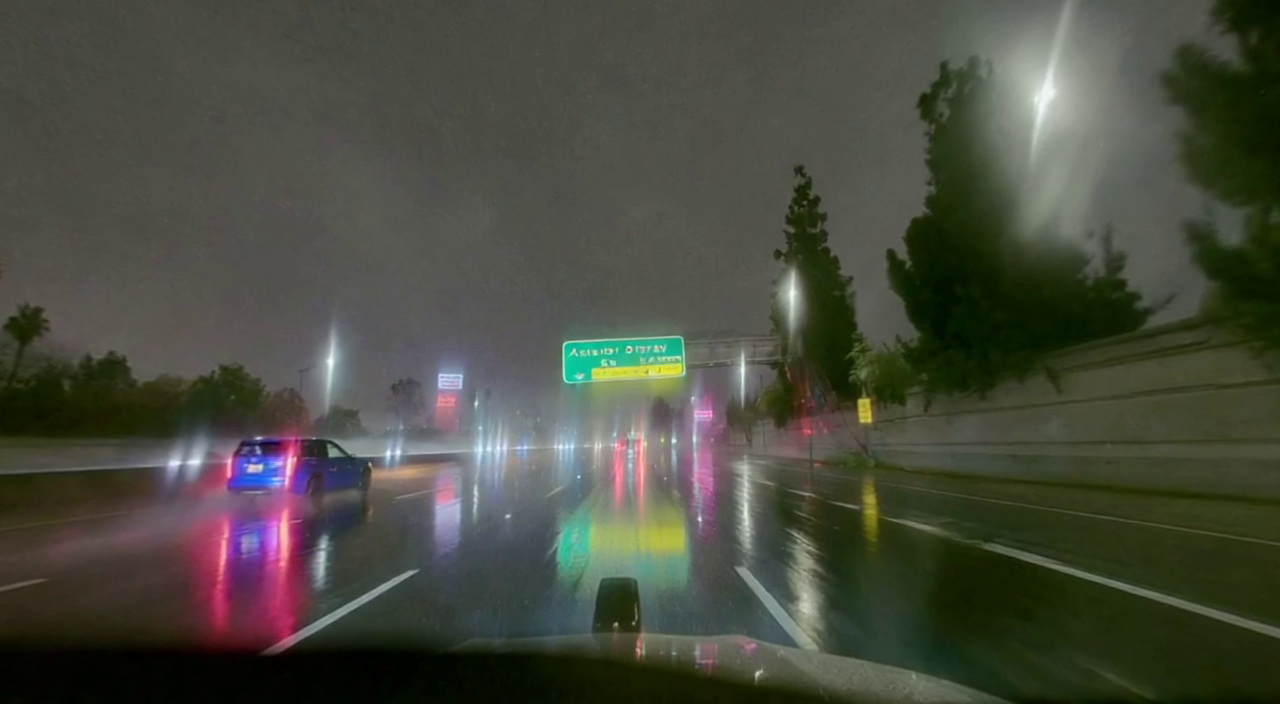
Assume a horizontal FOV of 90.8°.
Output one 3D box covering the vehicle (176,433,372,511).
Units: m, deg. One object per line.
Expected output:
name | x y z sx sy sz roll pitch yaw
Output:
vehicle | -8.283 2.742 14.918 1.971 1.552 4.465 0 -9 0
